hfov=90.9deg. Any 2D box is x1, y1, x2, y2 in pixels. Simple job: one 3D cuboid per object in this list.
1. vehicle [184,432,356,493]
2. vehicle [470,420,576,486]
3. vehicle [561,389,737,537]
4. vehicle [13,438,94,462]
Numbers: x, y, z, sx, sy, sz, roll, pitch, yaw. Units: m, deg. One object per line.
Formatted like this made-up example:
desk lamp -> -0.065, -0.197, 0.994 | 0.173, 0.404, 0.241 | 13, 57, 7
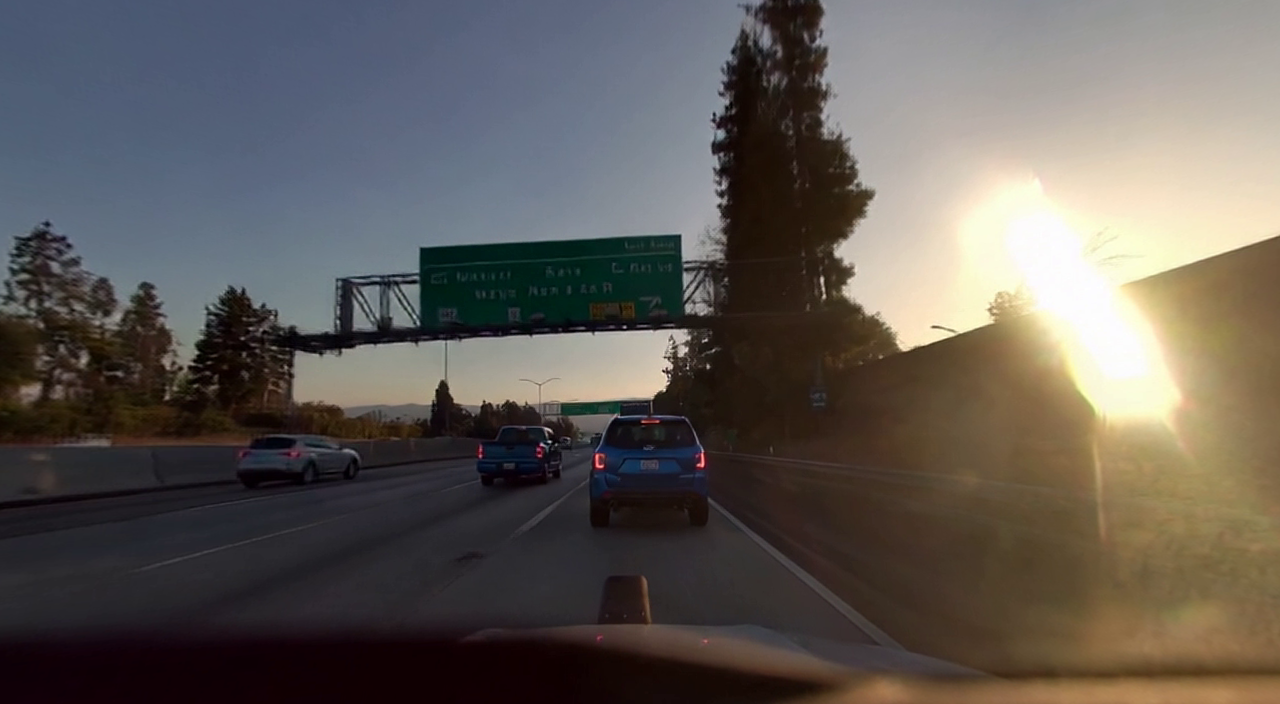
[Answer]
vehicle -> -10.393, 3.136, 18.279 | 2.002, 1.484, 4.798 | 0, -8, 1
vehicle -> -3.792, 3.446, 21.738 | 2.486, 1.962, 5.525 | -1, -8, 1
vehicle -> 0.120, 1.867, 11.071 | 2.395, 2.013, 4.734 | 0, -8, 0
vehicle -> -34.739, 5.802, 37.437 | 1.487, 1.362, 3.342 | -1, -8, 1
